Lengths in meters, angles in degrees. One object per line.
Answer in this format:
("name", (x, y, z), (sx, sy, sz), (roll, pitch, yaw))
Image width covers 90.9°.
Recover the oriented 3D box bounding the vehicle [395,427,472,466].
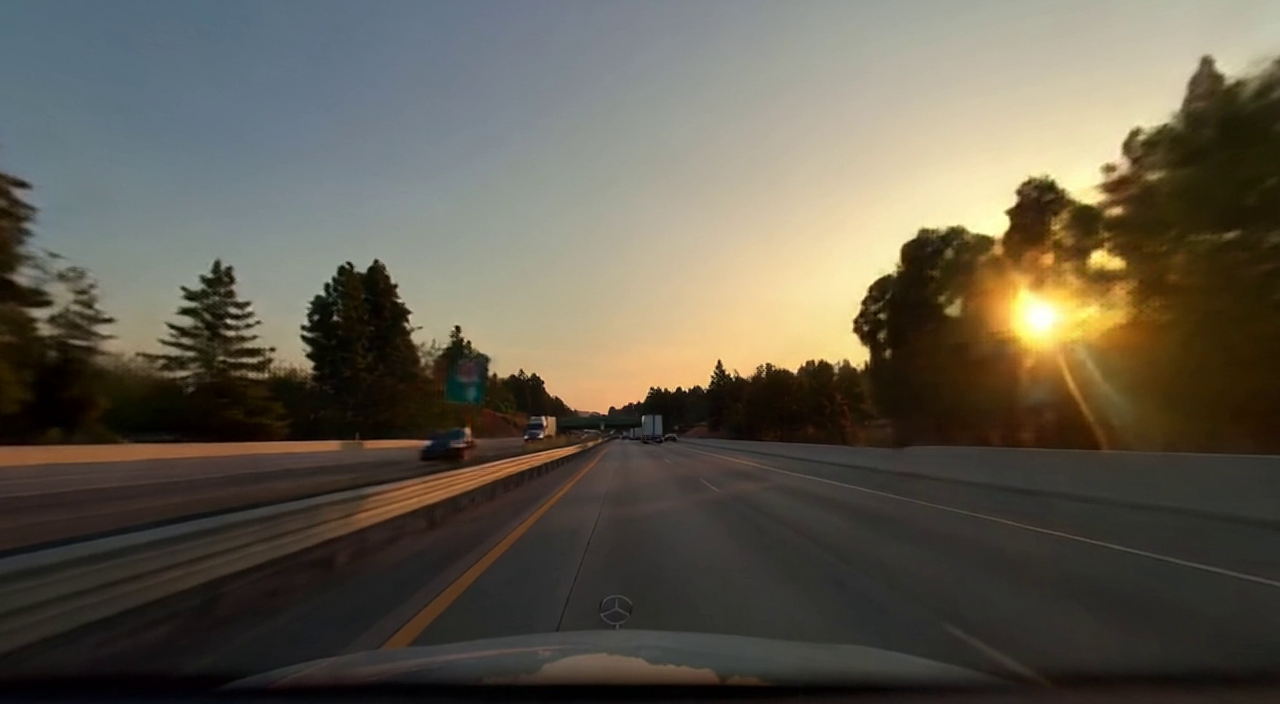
("vehicle", (-8.266, 3.802, 25.624), (1.896, 1.449, 3.844), (0, -8, -2))
